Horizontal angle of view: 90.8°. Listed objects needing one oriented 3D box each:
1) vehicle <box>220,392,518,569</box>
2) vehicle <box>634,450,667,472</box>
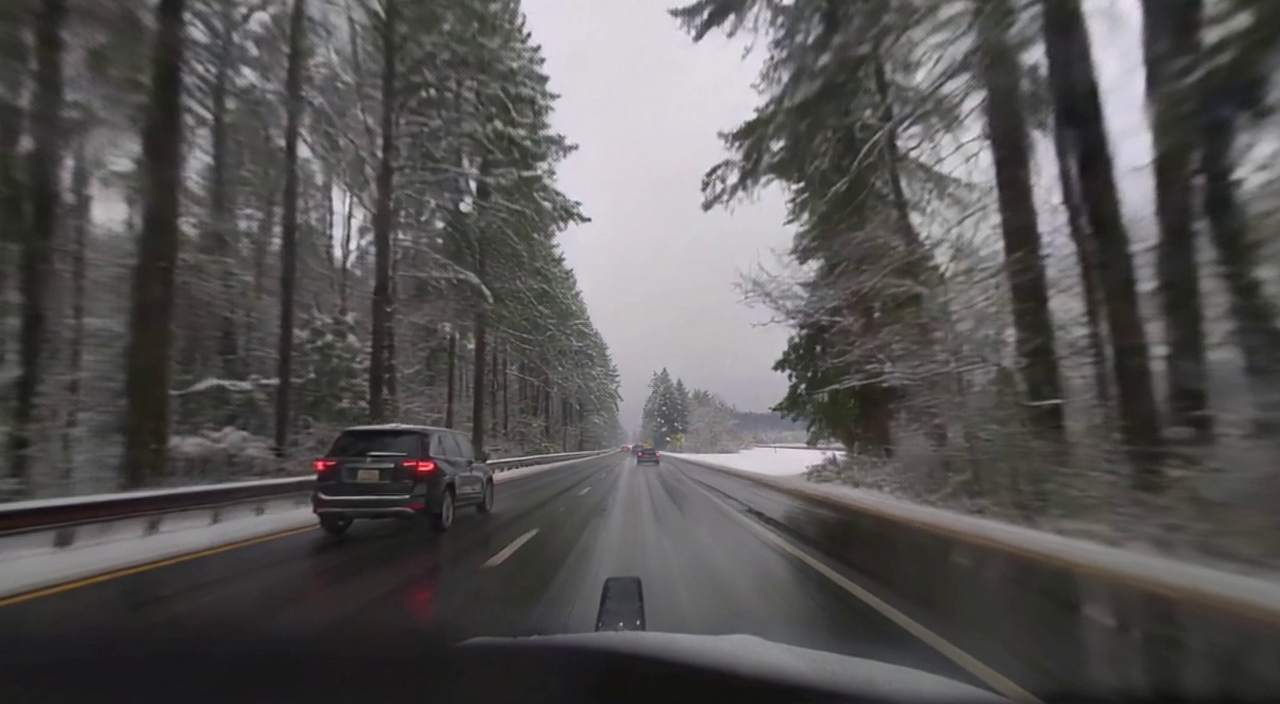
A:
[{"bbox_3d":[-3.642,1.865,9.886,2.418,2.049,4.930,0,-9,0],"label":"vehicle"},{"bbox_3d":[0.653,7.414,43.125,2.046,1.452,4.407,0,-9,-2],"label":"vehicle"}]
